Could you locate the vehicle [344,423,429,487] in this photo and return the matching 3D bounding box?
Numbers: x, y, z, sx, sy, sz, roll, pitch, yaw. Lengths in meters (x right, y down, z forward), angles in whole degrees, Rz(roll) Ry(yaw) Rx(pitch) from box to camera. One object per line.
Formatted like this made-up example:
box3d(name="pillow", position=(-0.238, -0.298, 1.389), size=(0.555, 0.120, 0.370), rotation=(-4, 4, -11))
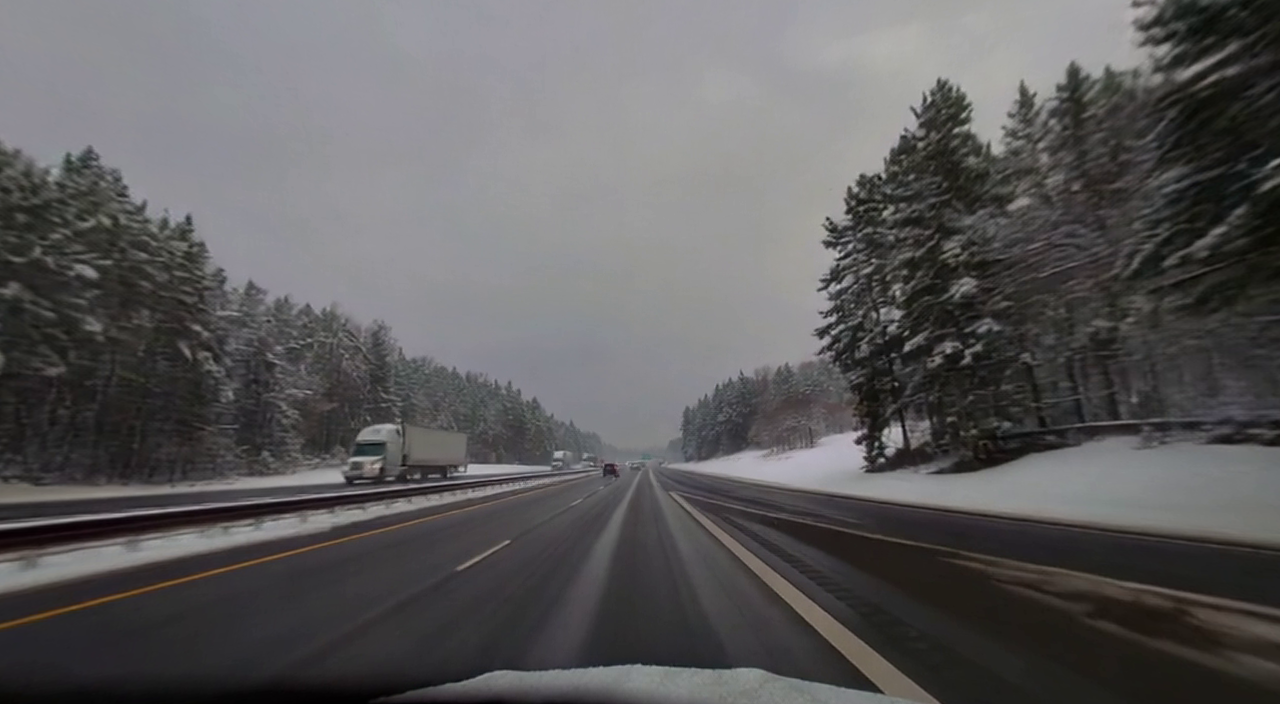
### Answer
box3d(name="vehicle", position=(-17.109, 7.087, 43.029), size=(3.002, 4.023, 5.968), rotation=(0, -10, 1))
